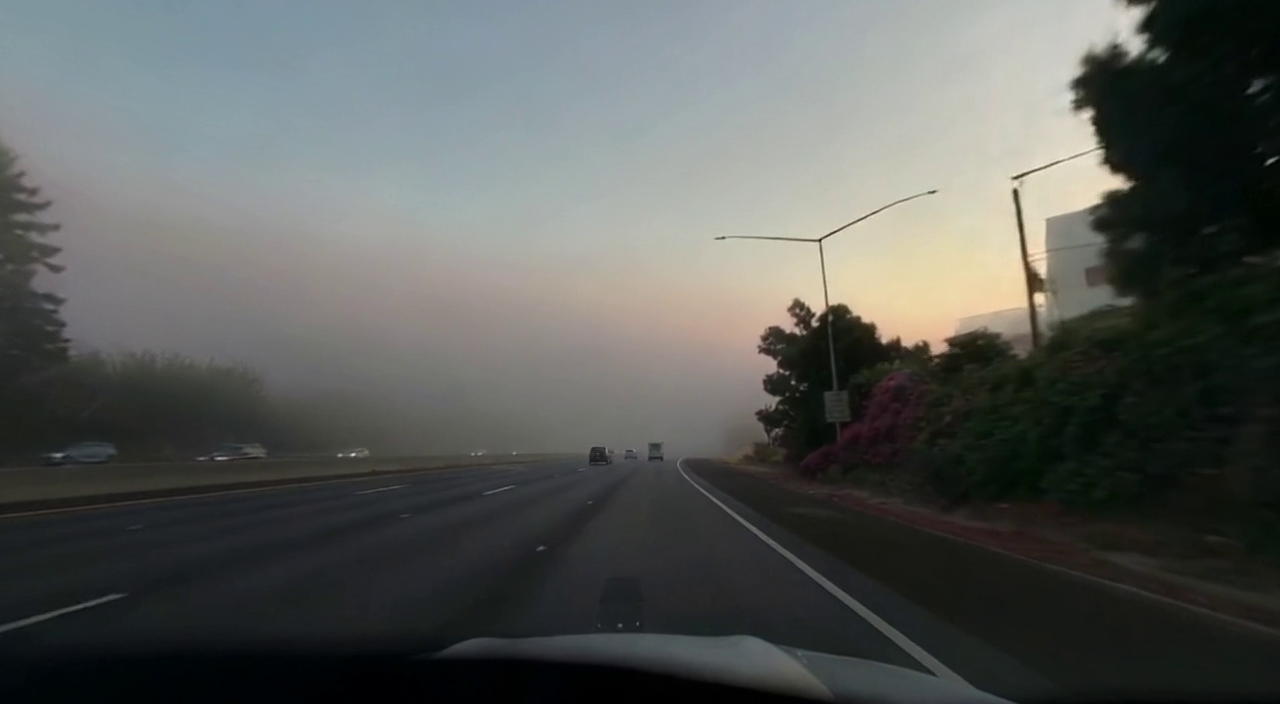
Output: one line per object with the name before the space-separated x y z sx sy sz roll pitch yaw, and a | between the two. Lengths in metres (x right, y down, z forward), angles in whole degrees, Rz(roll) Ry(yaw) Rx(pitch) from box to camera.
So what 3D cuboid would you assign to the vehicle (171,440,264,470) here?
vehicle | -23.148 5.651 34.831 1.843 1.490 4.410 0 -8 4
